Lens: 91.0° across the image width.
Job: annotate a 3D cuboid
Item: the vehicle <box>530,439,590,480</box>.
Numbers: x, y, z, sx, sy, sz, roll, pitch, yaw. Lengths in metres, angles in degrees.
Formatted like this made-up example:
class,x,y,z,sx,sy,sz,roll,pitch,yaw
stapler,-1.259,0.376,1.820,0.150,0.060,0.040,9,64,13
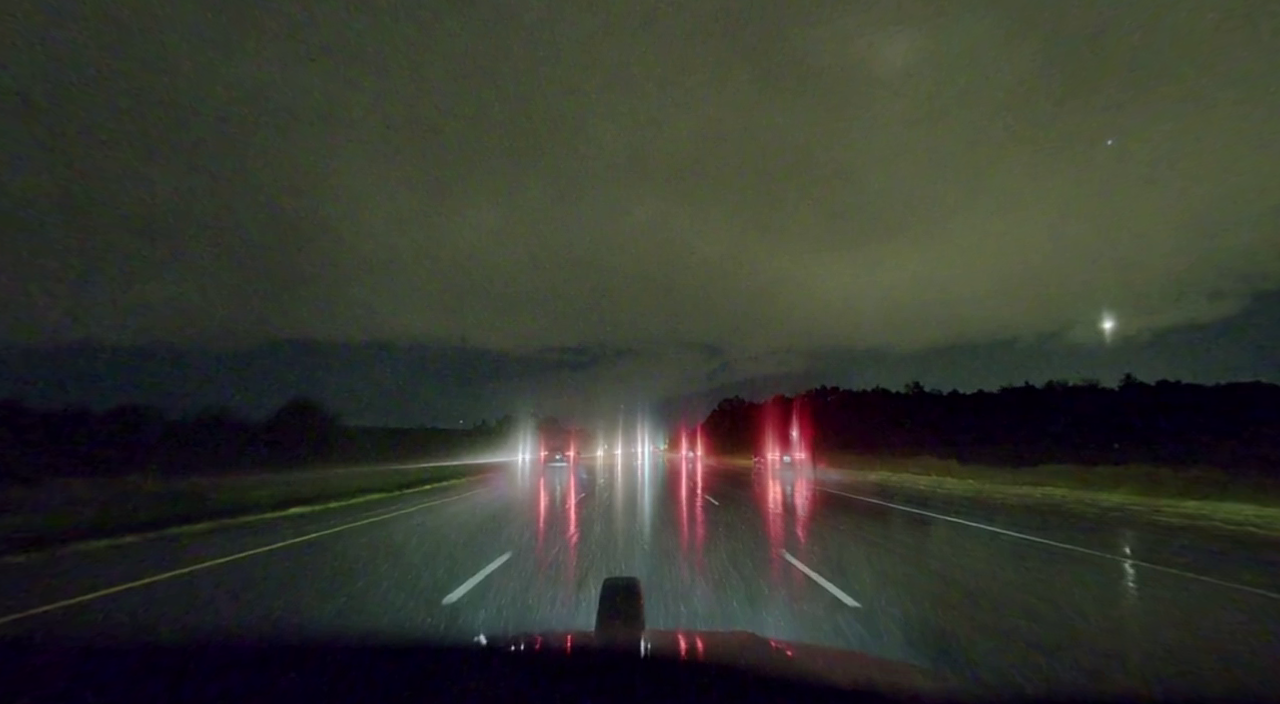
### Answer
class,x,y,z,sx,sy,sz,roll,pitch,yaw
vehicle,-3.583,4.924,29.035,2.070,1.707,4.309,0,-9,2
